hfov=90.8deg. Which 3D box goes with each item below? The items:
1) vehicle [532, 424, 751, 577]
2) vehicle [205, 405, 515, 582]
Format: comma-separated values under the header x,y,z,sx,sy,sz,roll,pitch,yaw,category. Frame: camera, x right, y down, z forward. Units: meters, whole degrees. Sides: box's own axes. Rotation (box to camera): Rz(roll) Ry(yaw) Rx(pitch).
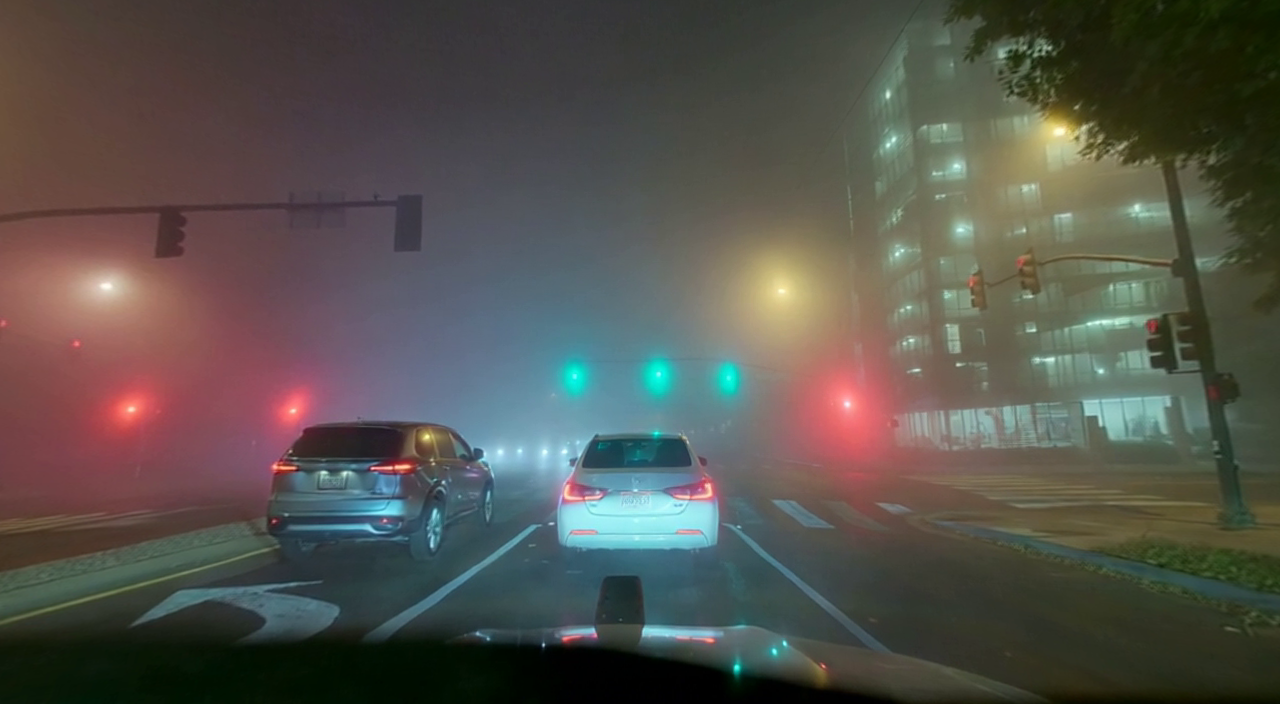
x,y,z,sx,sy,sz,roll,pitch,yaw,category
0.017,1.775,8.314,2.190,1.522,3.850,0,-8,0,vehicle
-3.187,1.714,8.467,2.081,1.719,4.434,0,-8,0,vehicle
